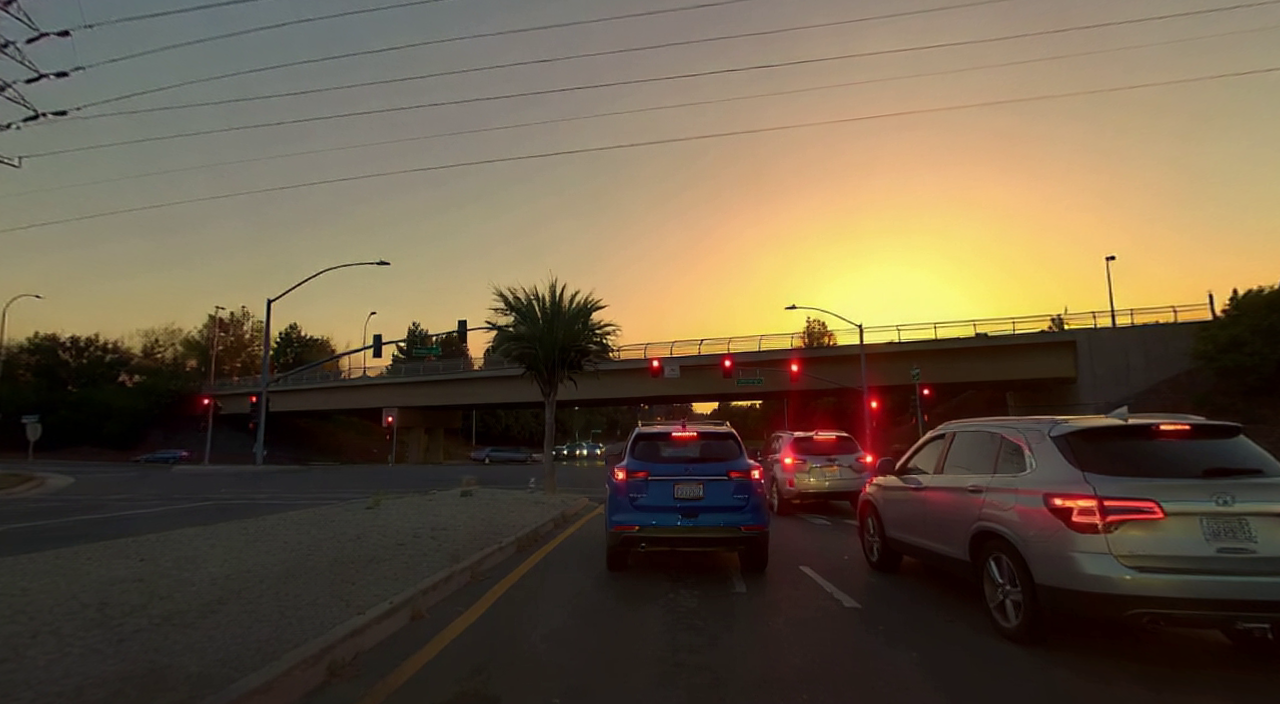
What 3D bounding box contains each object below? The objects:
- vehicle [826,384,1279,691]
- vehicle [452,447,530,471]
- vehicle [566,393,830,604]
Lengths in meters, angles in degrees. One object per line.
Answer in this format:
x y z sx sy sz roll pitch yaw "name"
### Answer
3.401 1.338 5.786 1.990 1.649 4.625 0 -8 0 "vehicle"
-9.287 6.691 39.659 4.411 1.466 1.998 0 -8 -2 "vehicle"
0.440 1.562 7.618 2.240 1.778 4.335 0 -8 -2 "vehicle"
